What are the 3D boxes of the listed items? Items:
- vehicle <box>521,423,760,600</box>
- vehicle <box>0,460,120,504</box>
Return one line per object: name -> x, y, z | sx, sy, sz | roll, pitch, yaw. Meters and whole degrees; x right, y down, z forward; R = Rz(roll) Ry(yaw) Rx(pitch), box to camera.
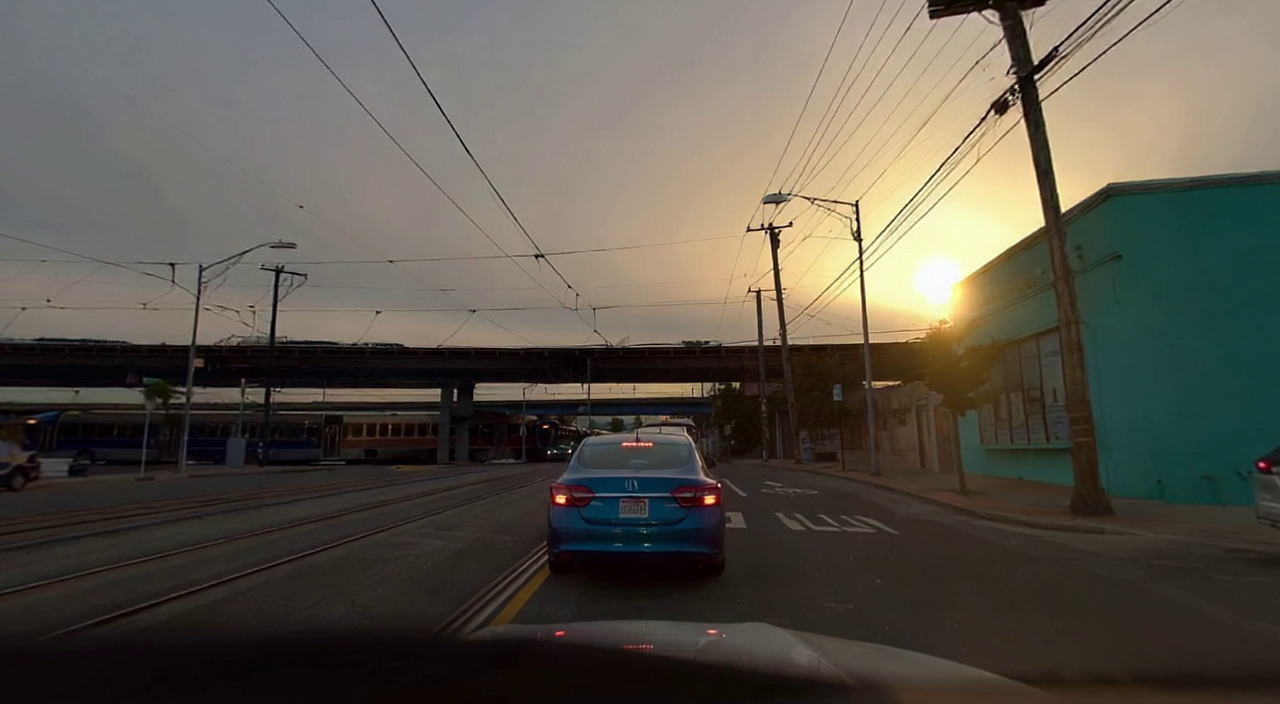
vehicle -> 0.094, 1.707, 7.614 | 2.090, 1.518, 4.033 | -1, -9, 3
vehicle -> -21.931, 4.688, 22.838 | 4.566, 1.453, 1.935 | -1, -9, 5
